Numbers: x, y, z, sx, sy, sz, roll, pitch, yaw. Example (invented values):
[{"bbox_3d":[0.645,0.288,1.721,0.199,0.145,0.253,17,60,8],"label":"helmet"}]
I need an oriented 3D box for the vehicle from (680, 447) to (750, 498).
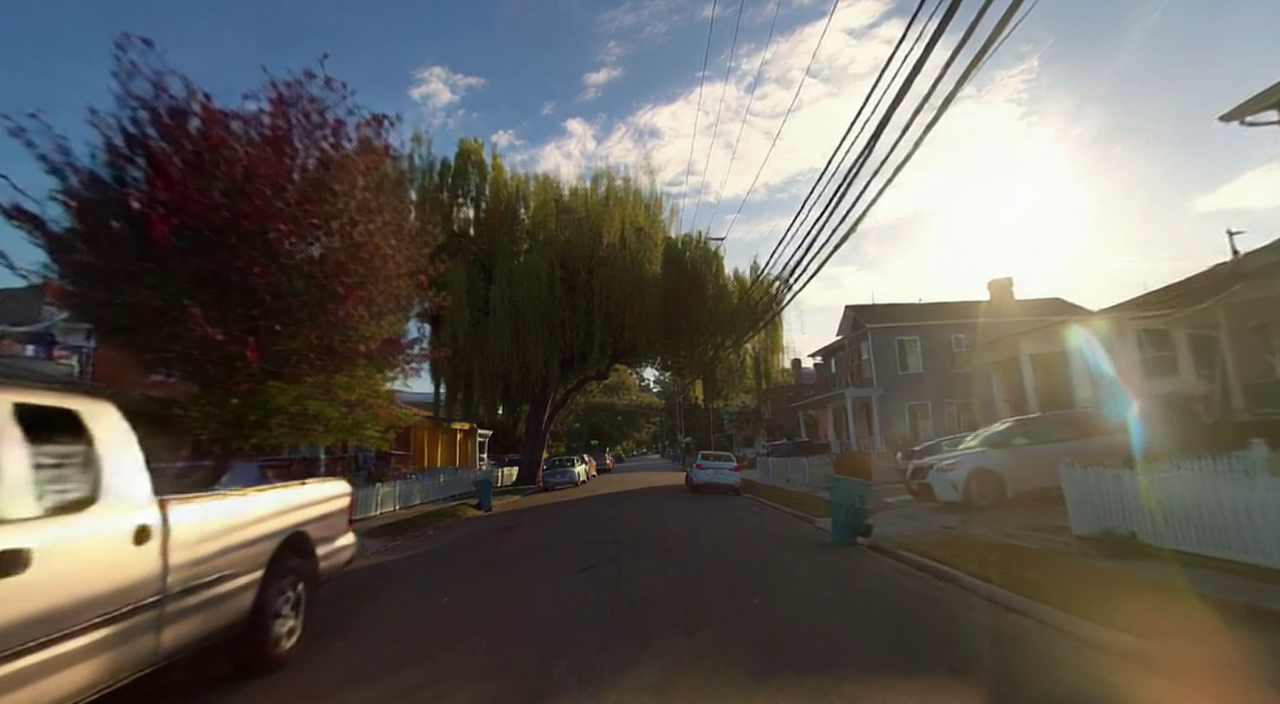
[{"bbox_3d":[2.662,4.371,23.436,2.043,1.631,4.613,0,-8,0],"label":"vehicle"}]

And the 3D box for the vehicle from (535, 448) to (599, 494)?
[{"bbox_3d":[-3.408,5.615,30.307,2.204,1.655,4.813,-8,-8,0],"label":"vehicle"}]

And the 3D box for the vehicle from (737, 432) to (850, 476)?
[{"bbox_3d":[7.911,5.308,33.020,5.274,2.170,2.205,0,-8,-2],"label":"vehicle"}]

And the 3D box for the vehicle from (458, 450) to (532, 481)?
[{"bbox_3d":[-9.168,7.173,40.132,4.088,1.779,2.109,0,-6,3],"label":"vehicle"}]

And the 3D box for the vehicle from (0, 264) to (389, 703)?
[{"bbox_3d":[-3.518,0.847,2.825,2.399,2.085,5.589,-3,-8,2],"label":"vehicle"}]

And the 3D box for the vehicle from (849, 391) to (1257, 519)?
[{"bbox_3d":[7.235,1.855,11.682,5.974,2.066,2.152,0,-7,1],"label":"vehicle"}]
